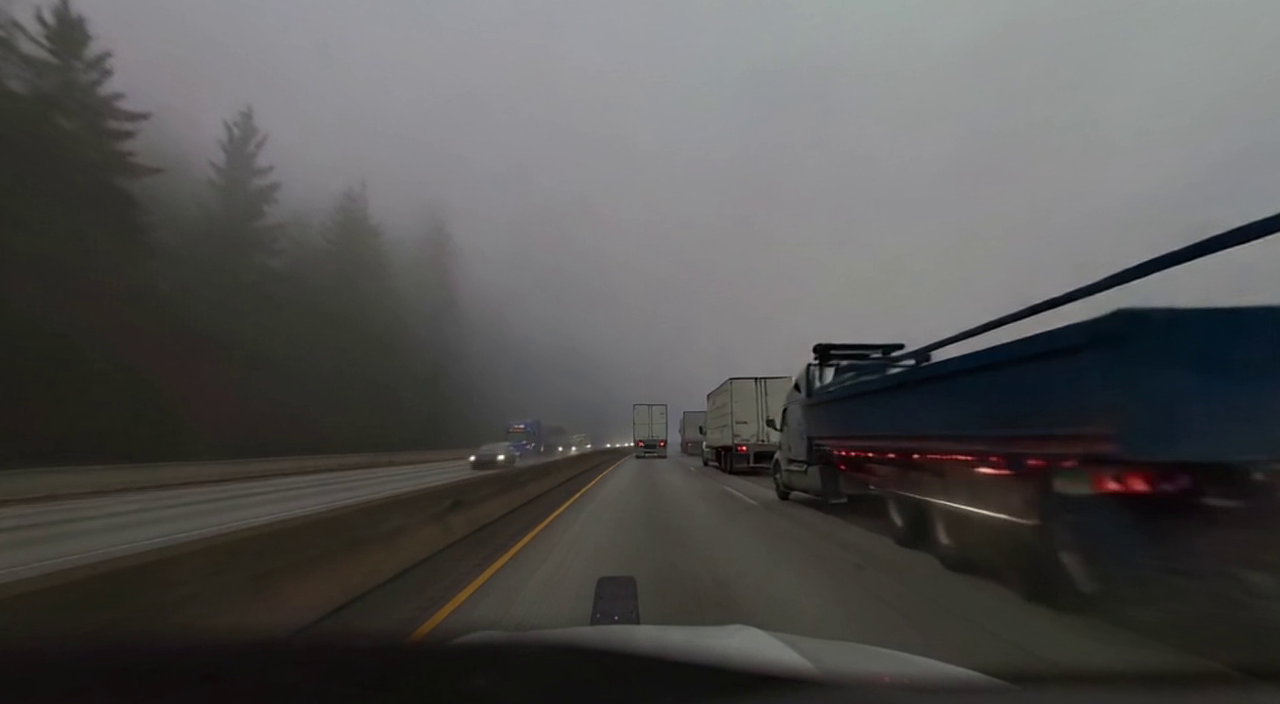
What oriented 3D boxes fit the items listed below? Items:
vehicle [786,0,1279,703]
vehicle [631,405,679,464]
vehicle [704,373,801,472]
[{"bbox_3d":[4.506,0.364,7.481,2.889,4.034,11.142,0,-8,0],"label":"vehicle"},{"bbox_3d":[0.926,5.151,39.094,2.644,3.247,7.454,-1,-8,2],"label":"vehicle"},{"bbox_3d":[5.292,3.788,32.455,2.749,4.051,12.981,-1,-8,1],"label":"vehicle"}]
